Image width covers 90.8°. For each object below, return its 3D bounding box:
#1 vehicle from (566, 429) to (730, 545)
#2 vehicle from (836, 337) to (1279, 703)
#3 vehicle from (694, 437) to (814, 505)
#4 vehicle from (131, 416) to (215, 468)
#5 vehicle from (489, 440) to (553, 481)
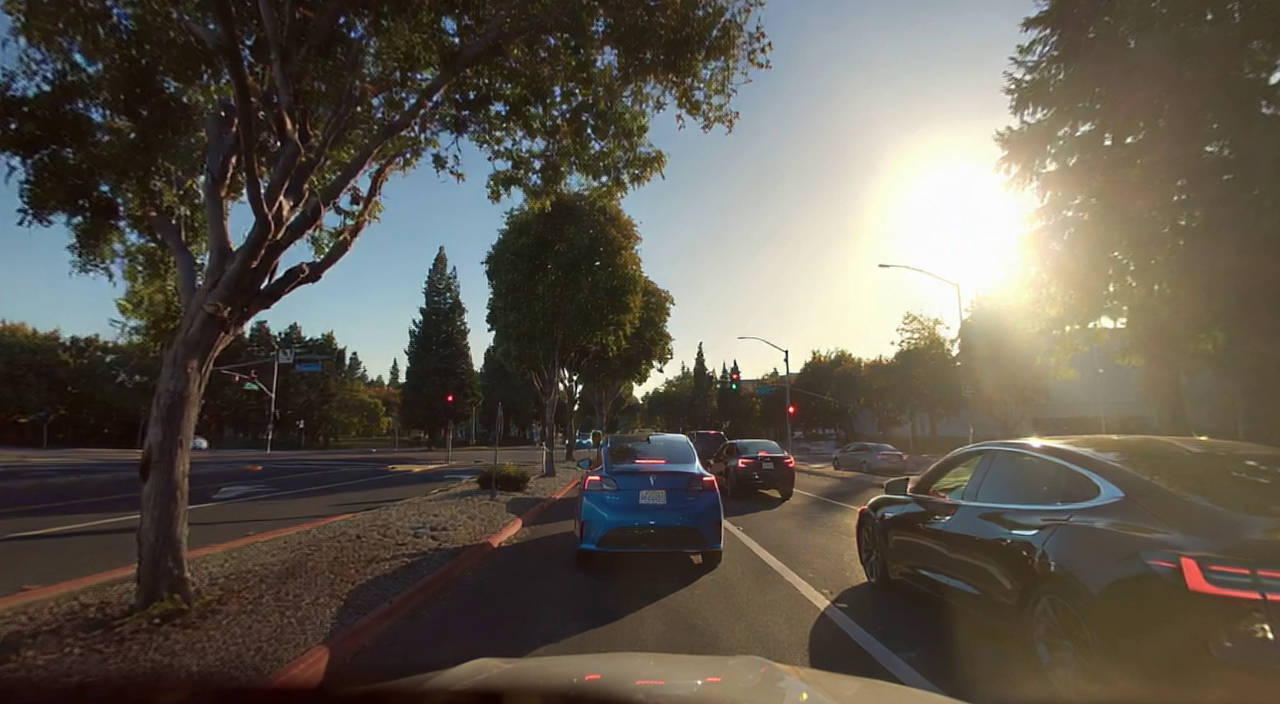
[{"bbox_3d":[0.025,2.084,10.460,2.147,1.499,4.240,0,-8,-2],"label":"vehicle"},{"bbox_3d":[3.182,1.104,4.293,2.167,1.676,4.443,0,-8,-1],"label":"vehicle"},{"bbox_3d":[2.690,2.930,16.036,2.058,1.466,4.208,0,-8,-3],"label":"vehicle"},{"bbox_3d":[-29.259,5.627,39.691,2.608,2.990,3.026,2,-8,3],"label":"vehicle"},{"bbox_3d":[-4.643,4.288,25.255,1.972,1.457,4.171,0,-8,-4],"label":"vehicle"}]
